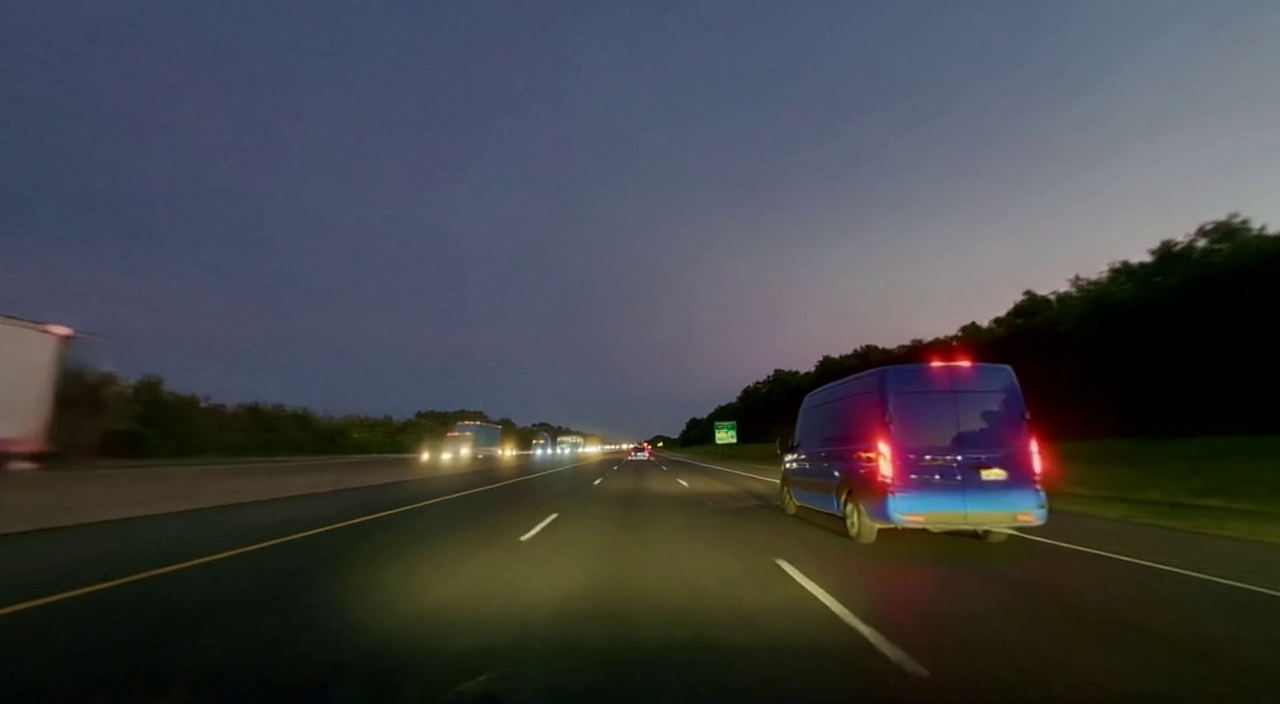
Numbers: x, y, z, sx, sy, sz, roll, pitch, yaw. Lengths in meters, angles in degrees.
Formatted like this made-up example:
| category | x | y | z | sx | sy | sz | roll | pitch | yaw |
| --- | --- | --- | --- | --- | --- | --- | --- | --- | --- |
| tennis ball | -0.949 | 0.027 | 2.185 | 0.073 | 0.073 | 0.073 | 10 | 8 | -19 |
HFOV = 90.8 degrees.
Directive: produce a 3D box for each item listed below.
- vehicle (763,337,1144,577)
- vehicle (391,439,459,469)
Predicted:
| category | x | y | z | sx | sy | sz | roll | pitch | yaw |
| --- | --- | --- | --- | --- | --- | --- | --- | --- | --- |
| vehicle | 3.939 | 1.590 | 10.013 | 2.552 | 2.524 | 6.630 | 0 | -9 | 0 |
| vehicle | -11.453 | 5.476 | 33.930 | 2.166 | 1.484 | 4.185 | 0 | -9 | 0 |
